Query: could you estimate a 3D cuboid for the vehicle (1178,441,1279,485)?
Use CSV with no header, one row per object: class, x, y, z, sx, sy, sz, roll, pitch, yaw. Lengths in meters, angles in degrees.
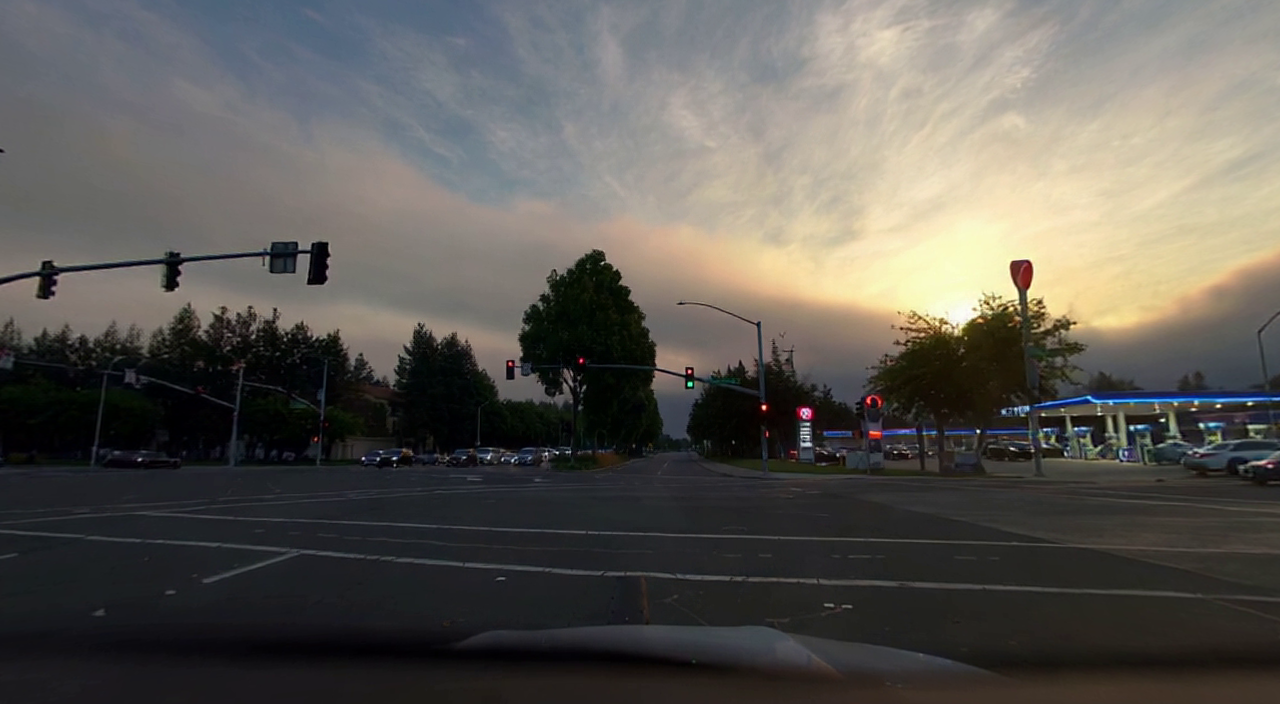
vehicle,22.094,3.808,21.805,4.716,1.455,2.060,-3,-9,17
